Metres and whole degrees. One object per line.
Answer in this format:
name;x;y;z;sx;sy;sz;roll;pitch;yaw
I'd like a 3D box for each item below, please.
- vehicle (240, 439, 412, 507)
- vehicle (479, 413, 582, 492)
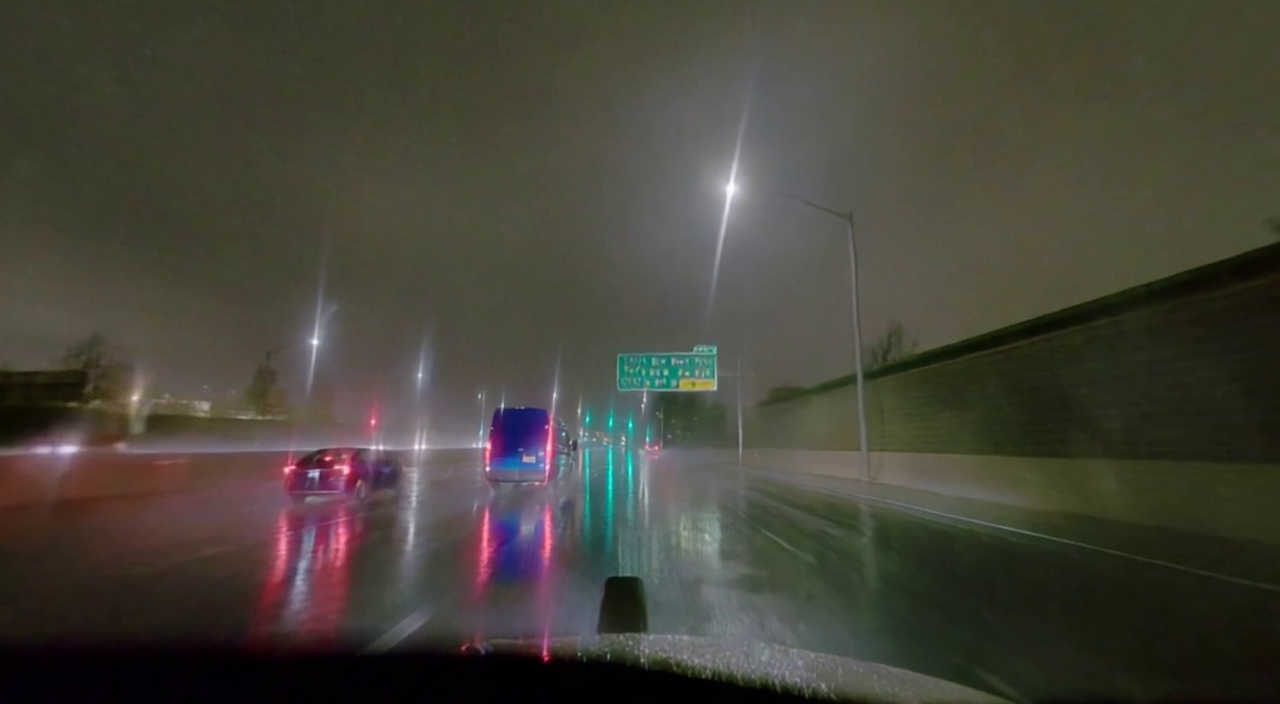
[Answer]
vehicle;-7.879;3.054;16.409;1.987;1.490;4.781;0;-9;1
vehicle;-3.422;3.322;20.944;2.372;2.248;5.393;0;-9;1
